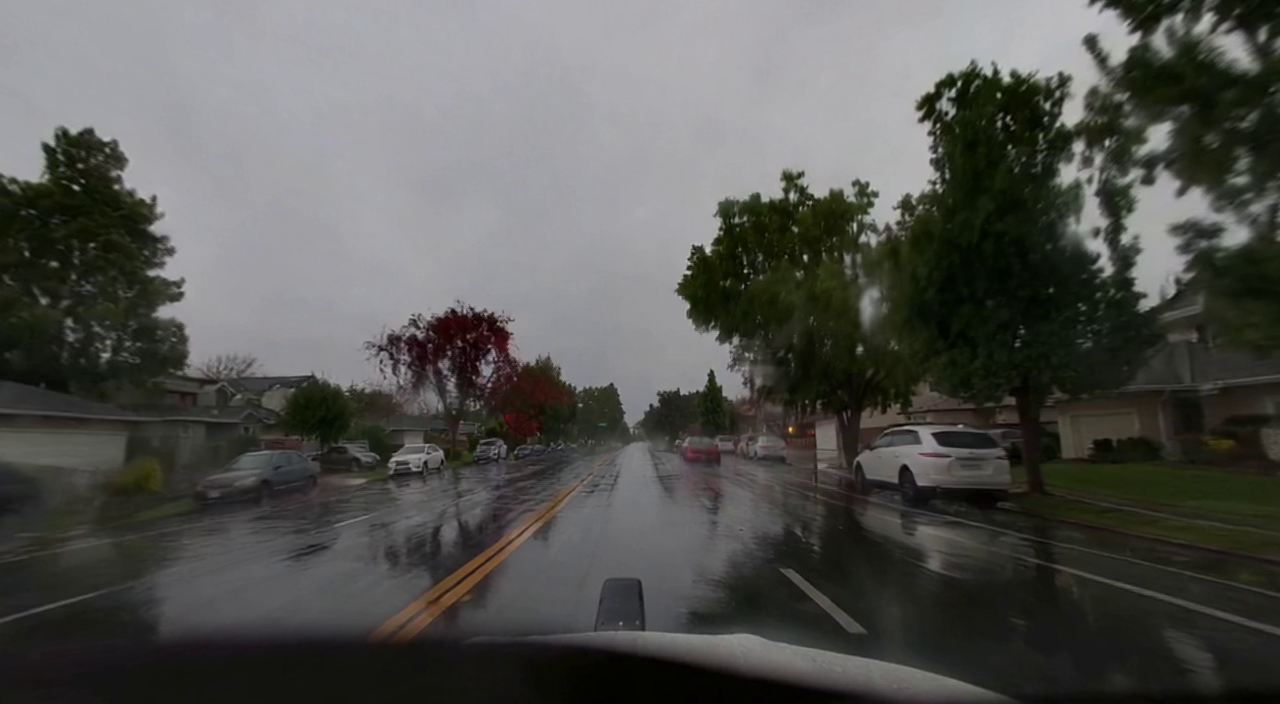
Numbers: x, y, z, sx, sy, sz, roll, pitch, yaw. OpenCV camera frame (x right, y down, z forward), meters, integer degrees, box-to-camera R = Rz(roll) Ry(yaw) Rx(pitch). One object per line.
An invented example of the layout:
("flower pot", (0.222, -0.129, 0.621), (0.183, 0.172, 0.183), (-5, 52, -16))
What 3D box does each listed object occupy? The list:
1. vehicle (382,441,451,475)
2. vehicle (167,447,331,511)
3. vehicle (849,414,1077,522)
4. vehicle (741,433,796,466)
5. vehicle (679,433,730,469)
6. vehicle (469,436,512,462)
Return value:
("vehicle", (-11.516, 5.475, 32.955), (1.953, 1.649, 4.648), (0, -8, -1))
("vehicle", (-11.298, 3.659, 18.752), (1.916, 1.612, 4.700), (0, -8, -1))
("vehicle", (7.581, 2.802, 15.956), (2.175, 2.157, 6.330), (0, -8, -2))
("vehicle", (7.585, 5.814, 37.789), (2.071, 1.793, 5.072), (0, -8, -1))
("vehicle", (3.130, 4.892, 31.395), (1.951, 1.620, 4.582), (0, -8, -1))
("vehicle", (-11.471, 7.467, 48.851), (2.181, 1.920, 4.570), (0, -8, 0))
